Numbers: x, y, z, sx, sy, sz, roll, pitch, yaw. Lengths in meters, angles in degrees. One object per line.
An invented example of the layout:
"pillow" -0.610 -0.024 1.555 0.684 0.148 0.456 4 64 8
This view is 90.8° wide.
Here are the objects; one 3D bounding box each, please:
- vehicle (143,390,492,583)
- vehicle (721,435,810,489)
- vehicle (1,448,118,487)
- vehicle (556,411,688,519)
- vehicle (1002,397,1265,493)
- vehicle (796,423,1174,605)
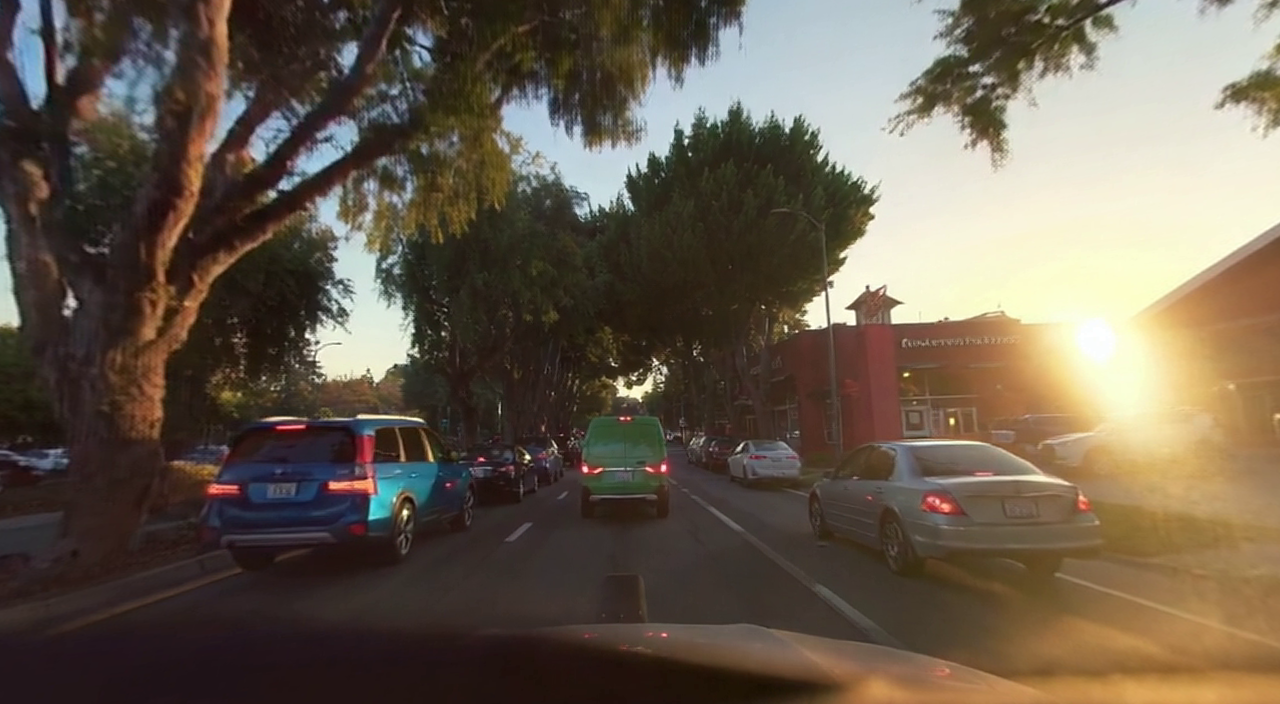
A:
"vehicle" -3.643 1.630 8.396 2.231 1.853 4.461 0 -9 0
"vehicle" 3.859 3.451 20.186 1.875 1.521 4.192 0 -8 -1
"vehicle" -30.936 6.154 33.767 4.209 1.733 1.932 -2 -7 -4
"vehicle" -0.347 2.248 12.927 2.238 1.825 4.190 0 -9 -1
"vehicle" 11.675 2.281 15.614 2.350 1.929 4.893 -1 -8 -2
"vehicle" 3.376 1.653 7.414 1.900 1.477 4.352 0 -8 -1
